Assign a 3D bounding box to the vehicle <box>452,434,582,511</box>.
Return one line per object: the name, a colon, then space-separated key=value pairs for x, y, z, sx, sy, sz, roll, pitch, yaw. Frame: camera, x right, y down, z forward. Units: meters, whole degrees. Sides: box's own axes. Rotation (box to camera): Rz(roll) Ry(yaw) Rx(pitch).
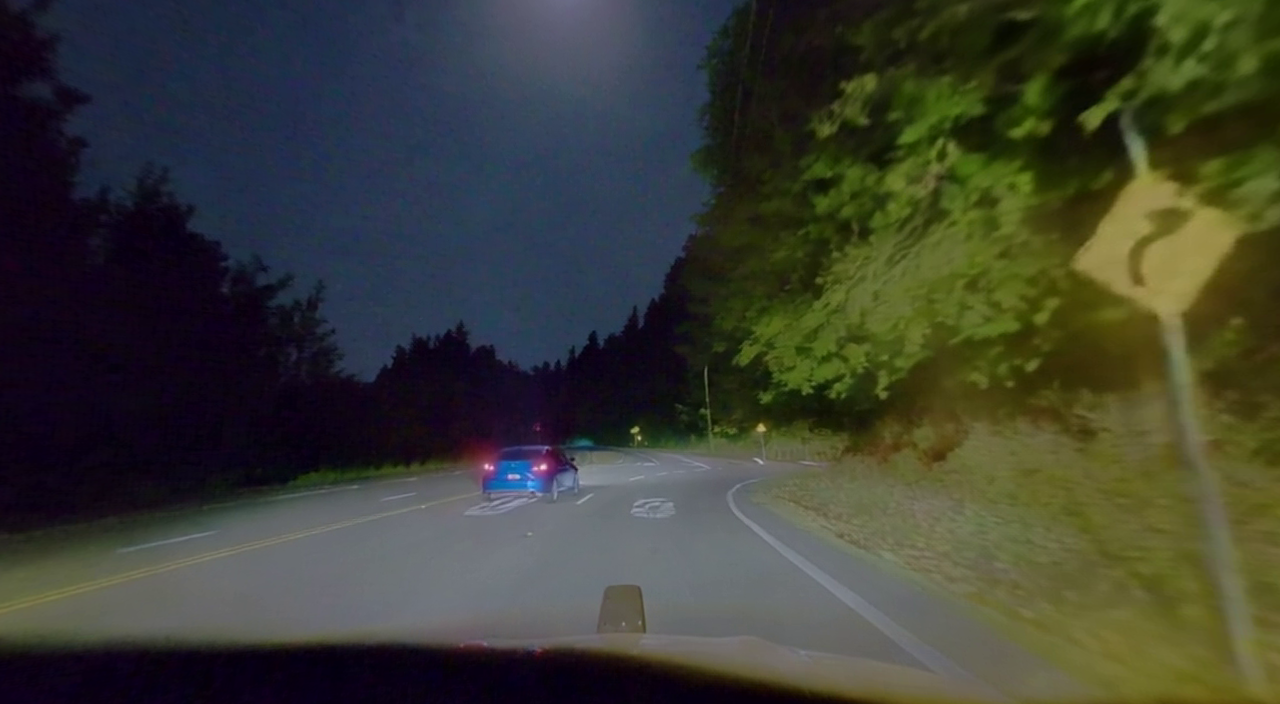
vehicle: x=-2.784 y=2.866 z=15.307 sx=2.078 sy=1.607 sz=3.959 roll=-1 pitch=-9 yaw=4
